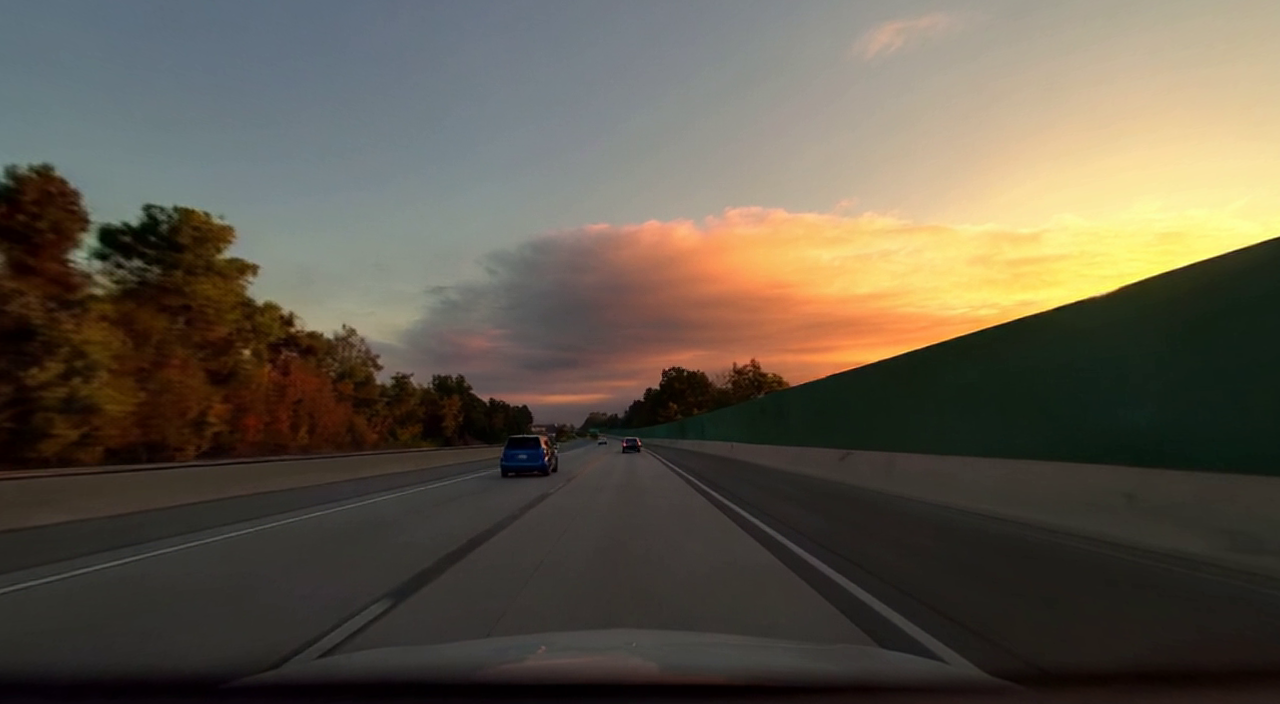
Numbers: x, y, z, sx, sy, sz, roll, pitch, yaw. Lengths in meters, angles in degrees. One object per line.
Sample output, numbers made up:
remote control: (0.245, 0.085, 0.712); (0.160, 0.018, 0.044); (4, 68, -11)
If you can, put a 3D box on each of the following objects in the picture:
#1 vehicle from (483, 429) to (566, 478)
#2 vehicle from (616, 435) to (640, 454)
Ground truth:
vehicle: (-3.935, 3.530, 22.345); (2.072, 1.545, 4.767); (0, -8, 0)
vehicle: (-0.925, 7.200, 49.254); (1.836, 1.450, 3.519); (0, -8, -1)
